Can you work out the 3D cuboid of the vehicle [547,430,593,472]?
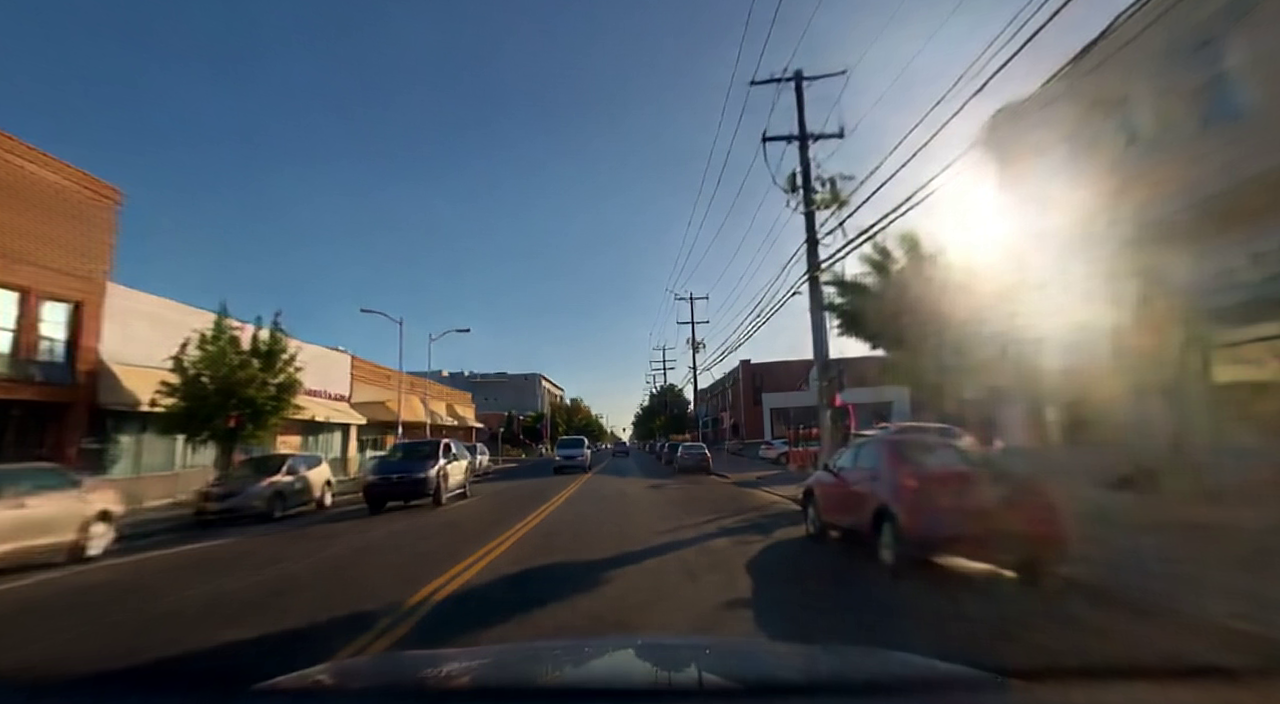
[{"bbox_3d":[-3.593,5.209,33.332,2.115,2.065,4.452,0,-9,-3],"label":"vehicle"}]

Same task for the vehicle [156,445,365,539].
[{"bbox_3d":[-8.554,3.121,14.943,1.791,1.622,5.056,-2,-7,1],"label":"vehicle"}]

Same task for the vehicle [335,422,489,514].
[{"bbox_3d":[-5.486,2.844,15.948,2.152,1.918,4.217,-3,-8,3],"label":"vehicle"}]

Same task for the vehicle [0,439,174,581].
[{"bbox_3d":[-8.854,2.039,8.120,2.009,1.684,5.009,-2,-7,-1],"label":"vehicle"}]

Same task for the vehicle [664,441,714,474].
[{"bbox_3d":[2.576,5.288,32.016,2.261,1.503,4.695,-2,-8,7],"label":"vehicle"}]

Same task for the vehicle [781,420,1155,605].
[{"bbox_3d":[3.429,1.777,8.064,2.136,1.586,4.919,1,-9,0],"label":"vehicle"}]
